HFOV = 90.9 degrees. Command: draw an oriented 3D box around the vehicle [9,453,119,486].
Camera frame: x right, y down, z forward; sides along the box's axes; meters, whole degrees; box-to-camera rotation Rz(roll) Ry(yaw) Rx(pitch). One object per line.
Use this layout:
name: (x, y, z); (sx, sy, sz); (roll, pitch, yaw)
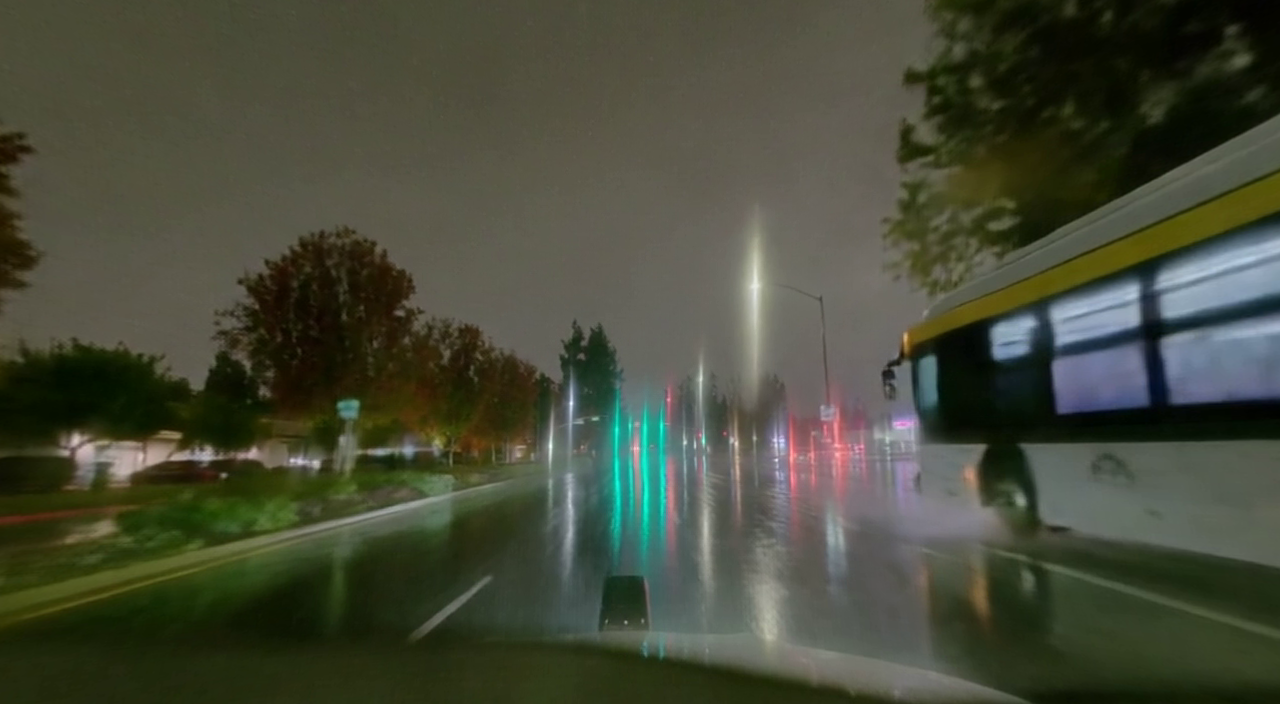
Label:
vehicle: (-30.478, 6.223, 33.405); (3.996, 1.653, 1.885); (-1, -9, 3)

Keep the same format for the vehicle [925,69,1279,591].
vehicle: (8.083, -0.136, 6.164); (4.582, 4.678, 12.589); (0, -8, 0)

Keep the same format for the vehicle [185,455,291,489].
vehicle: (-21.291, 6.336, 33.683); (2.114, 1.602, 4.824); (-1, -9, 6)
